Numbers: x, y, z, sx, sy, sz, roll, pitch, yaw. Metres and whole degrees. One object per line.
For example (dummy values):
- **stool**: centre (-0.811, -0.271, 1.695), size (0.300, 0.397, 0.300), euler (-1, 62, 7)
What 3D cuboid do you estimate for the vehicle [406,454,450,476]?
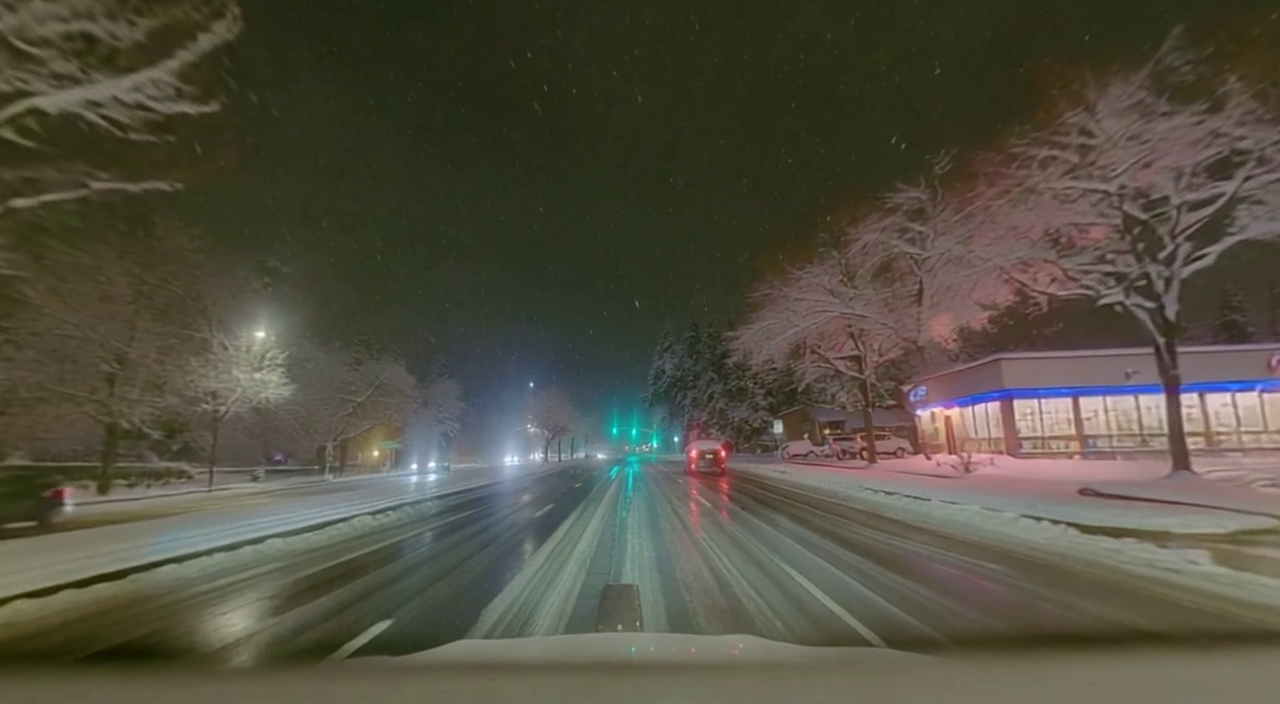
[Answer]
- **vehicle**: centre (-16.027, 8.551, 47.832), size (1.843, 1.500, 4.261), euler (0, -8, 0)

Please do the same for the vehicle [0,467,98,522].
- **vehicle**: centre (-19.618, 4.362, 19.384), size (1.875, 1.475, 4.433), euler (0, -8, 0)

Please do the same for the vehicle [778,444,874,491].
- **vehicle**: centre (6.589, 4.116, 22.892), size (1.948, 1.526, 4.641), euler (0, -8, -2)

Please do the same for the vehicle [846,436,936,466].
- **vehicle**: centre (15.536, 6.117, 39.074), size (4.659, 1.739, 2.147), euler (-7, -11, 41)

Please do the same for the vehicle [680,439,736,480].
- **vehicle**: centre (3.130, 5.052, 29.878), size (2.083, 1.743, 4.354), euler (0, -8, -1)
